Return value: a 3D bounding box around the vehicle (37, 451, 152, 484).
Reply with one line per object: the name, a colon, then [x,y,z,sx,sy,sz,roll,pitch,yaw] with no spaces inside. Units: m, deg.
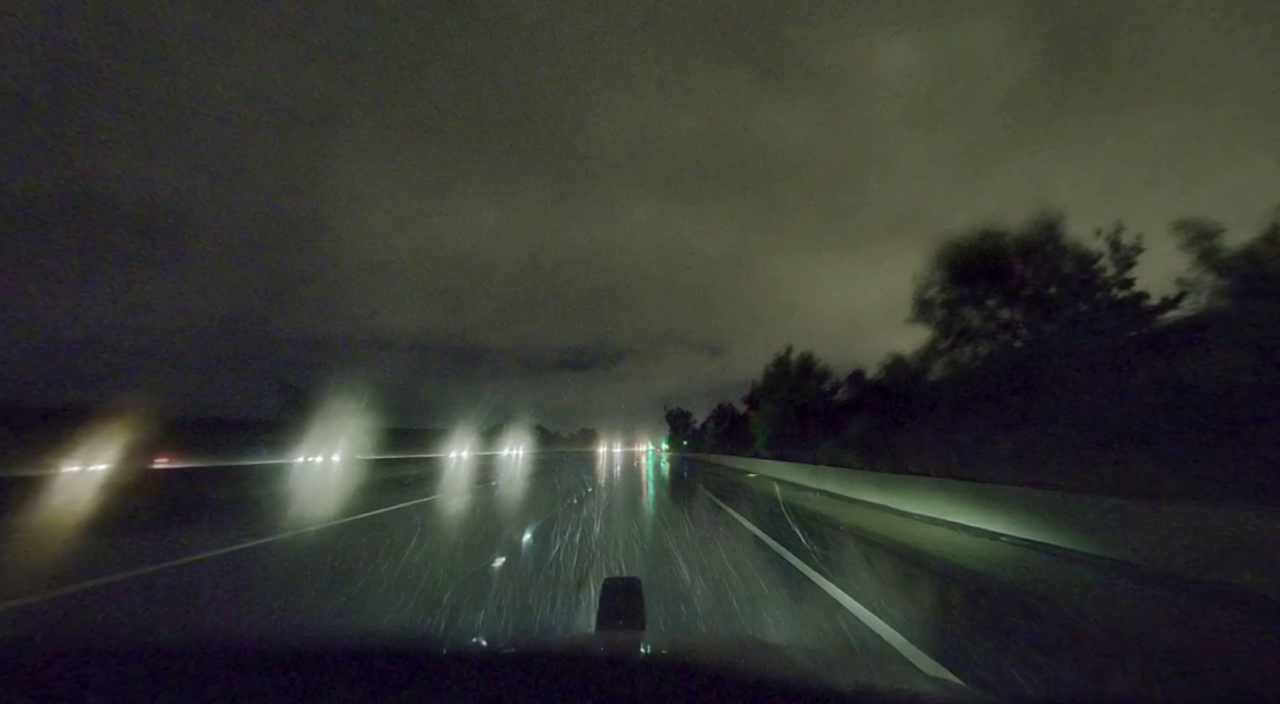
vehicle: [-35.732,7.519,41.544,2.235,1.961,5.862,0,-9,1]
